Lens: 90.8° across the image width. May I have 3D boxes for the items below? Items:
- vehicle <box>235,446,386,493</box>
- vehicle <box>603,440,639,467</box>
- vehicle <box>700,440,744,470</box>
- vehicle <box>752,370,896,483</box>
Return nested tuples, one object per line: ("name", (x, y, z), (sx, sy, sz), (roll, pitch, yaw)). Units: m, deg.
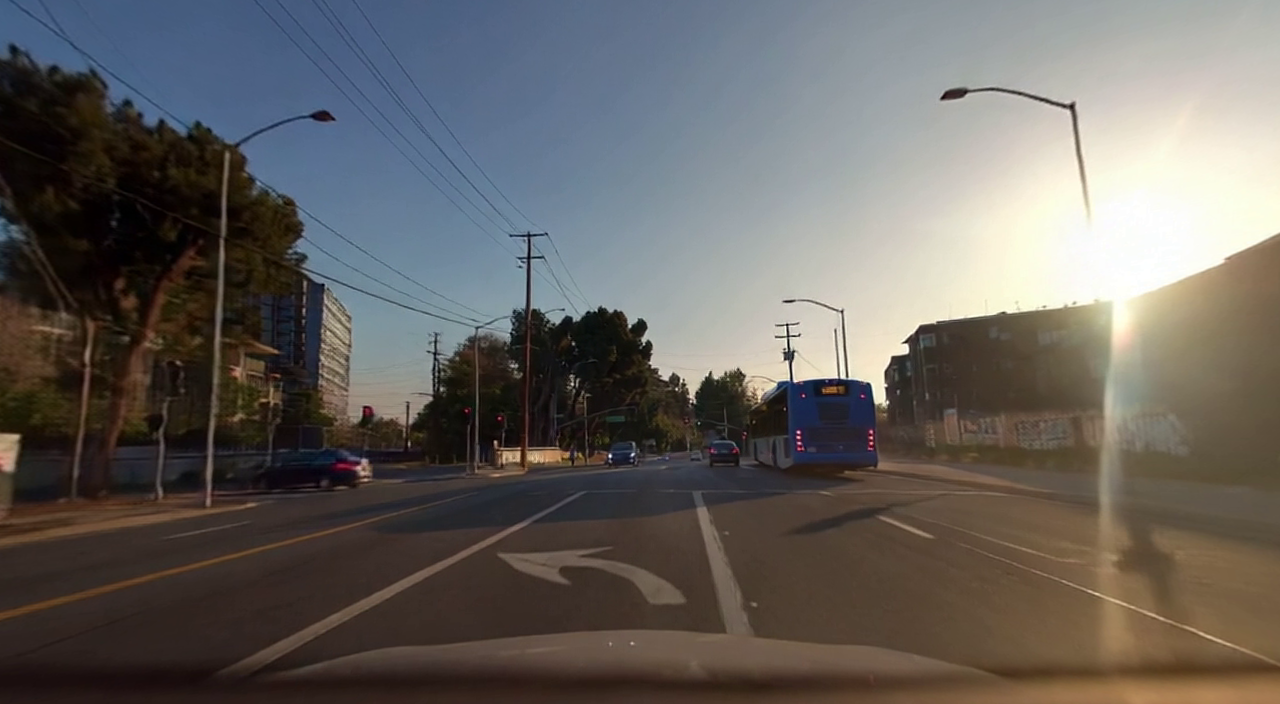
("vehicle", (-11.759, 4.175, 22.681), (4.420, 1.544, 2.018), (-2, -9, 11))
("vehicle", (-1.271, 7.100, 44.339), (2.015, 1.818, 4.061), (-1, -8, 6))
("vehicle", (4.267, 5.393, 33.322), (1.961, 1.470, 4.196), (-1, -8, 3))
("vehicle", (6.772, 3.214, 25.820), (3.045, 3.447, 12.604), (-1, -8, 5))
